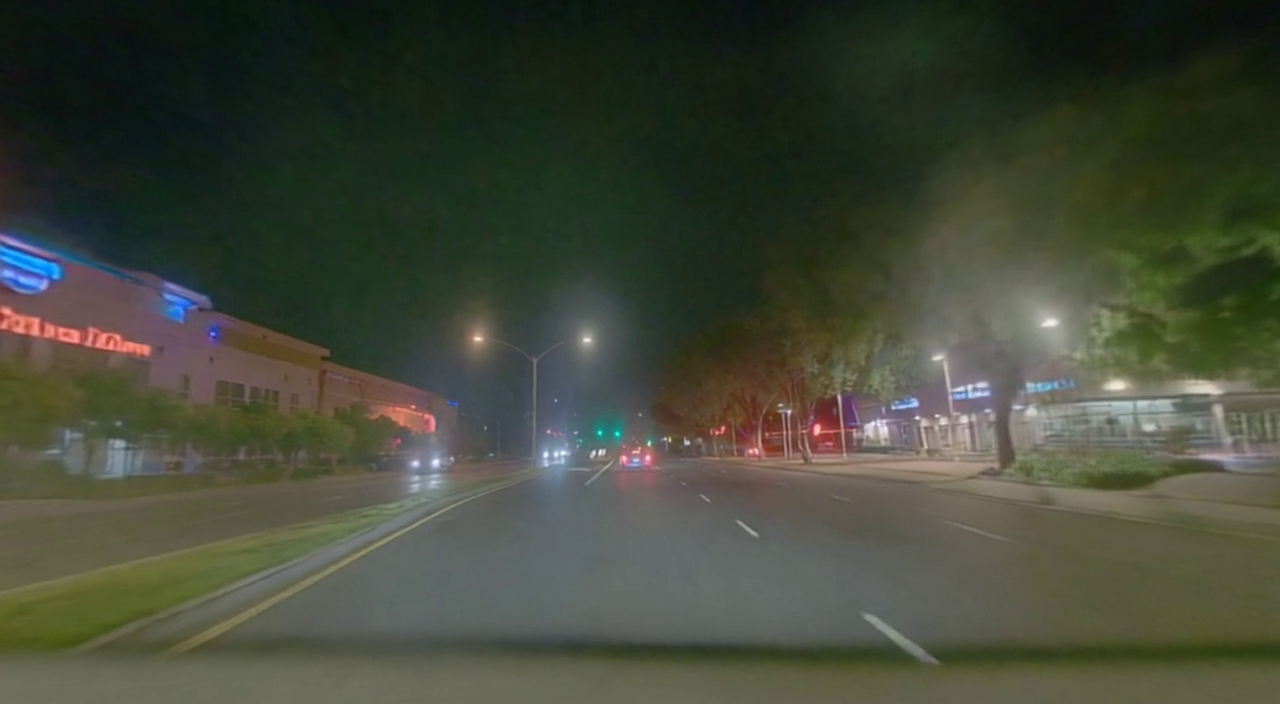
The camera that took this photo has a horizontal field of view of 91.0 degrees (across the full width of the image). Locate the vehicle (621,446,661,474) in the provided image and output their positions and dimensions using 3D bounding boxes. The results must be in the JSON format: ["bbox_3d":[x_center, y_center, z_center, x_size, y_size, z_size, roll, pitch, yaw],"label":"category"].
[{"bbox_3d":[-0.018,5.785,33.956,1.998,1.452,3.773,0,-8,-2],"label":"vehicle"}]

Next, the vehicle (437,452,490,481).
[{"bbox_3d":[-9.641,6.273,34.697,1.795,1.426,4.216,0,-9,-1],"label":"vehicle"}]
